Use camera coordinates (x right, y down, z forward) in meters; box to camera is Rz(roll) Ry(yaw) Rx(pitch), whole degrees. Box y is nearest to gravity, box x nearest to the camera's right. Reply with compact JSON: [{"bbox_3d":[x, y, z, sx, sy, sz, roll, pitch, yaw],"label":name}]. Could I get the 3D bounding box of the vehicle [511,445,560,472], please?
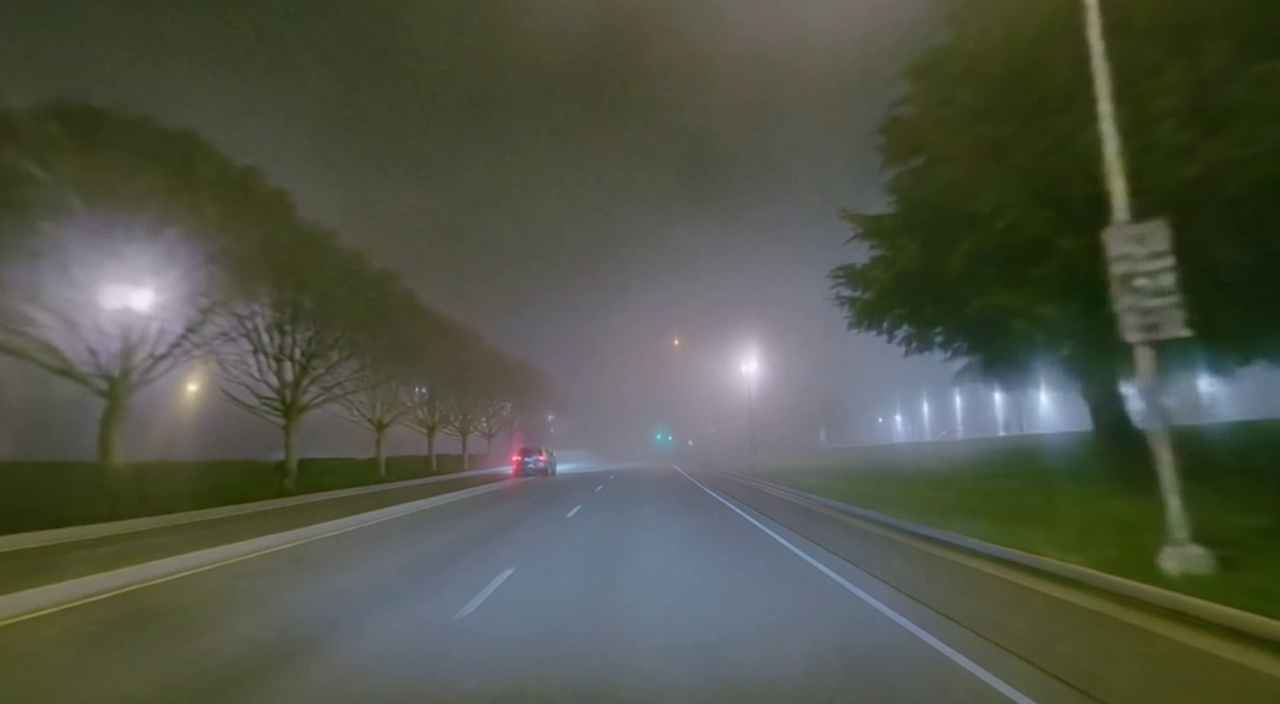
[{"bbox_3d":[-5.948,6.098,36.474,1.945,1.461,4.605,0,-8,2],"label":"vehicle"}]
